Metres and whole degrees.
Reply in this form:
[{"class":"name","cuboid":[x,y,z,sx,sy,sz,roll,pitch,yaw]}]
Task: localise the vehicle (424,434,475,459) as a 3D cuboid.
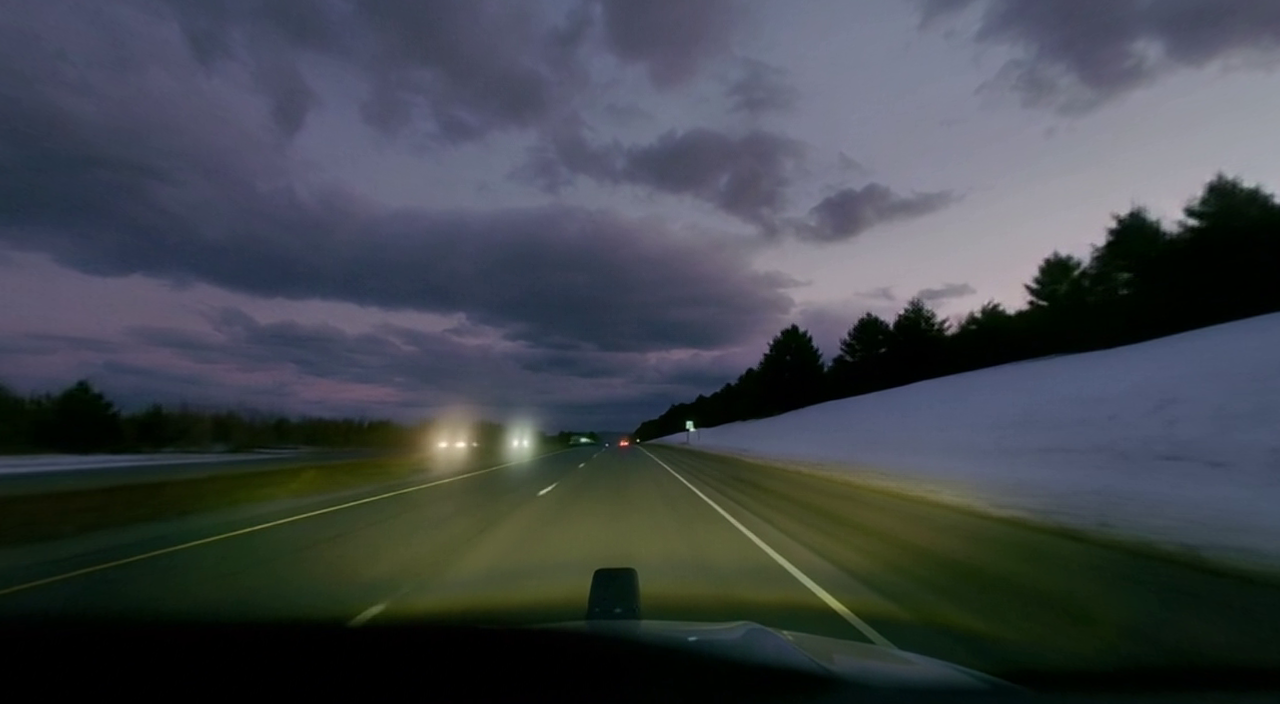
[{"class":"vehicle","cuboid":[-11.852,5.876,39.355,1.992,1.503,4.066,0,-8,-1]}]
